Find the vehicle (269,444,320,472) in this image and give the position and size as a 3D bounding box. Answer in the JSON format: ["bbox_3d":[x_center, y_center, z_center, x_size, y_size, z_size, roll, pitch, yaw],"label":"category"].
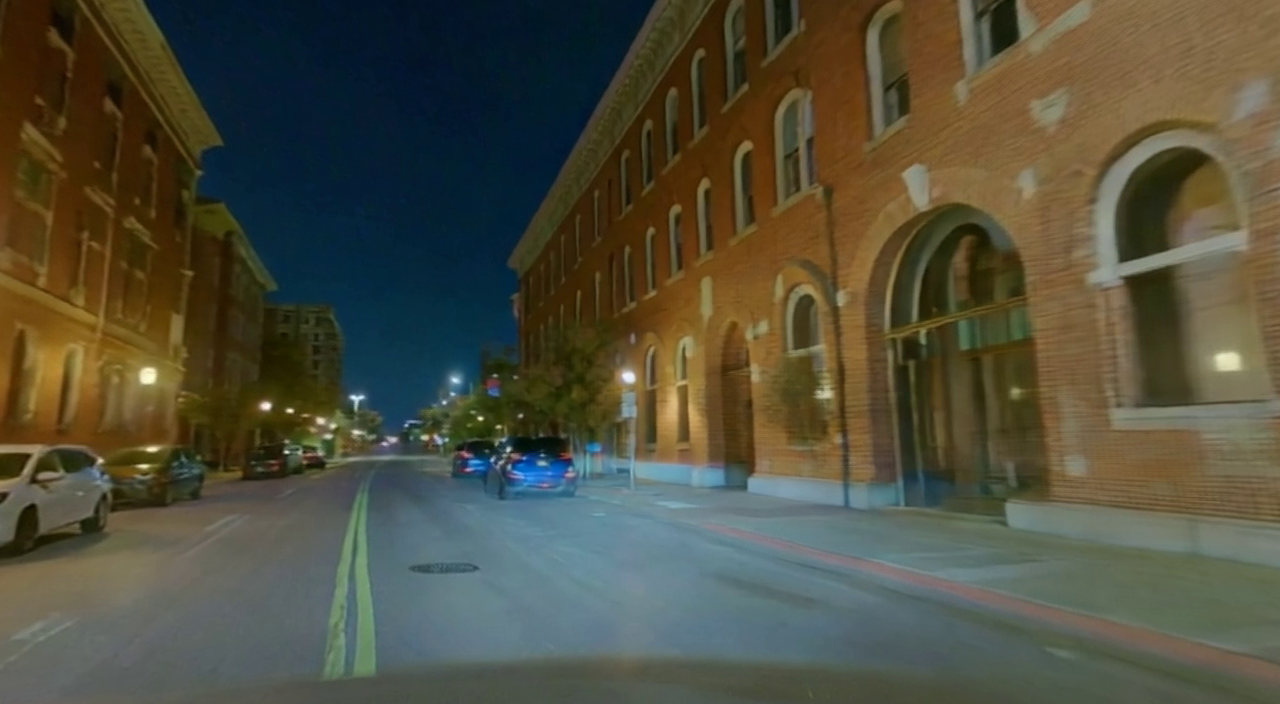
[{"bbox_3d":[-19.851,6.092,36.368,1.934,1.478,4.180,3,-9,-20],"label":"vehicle"}]

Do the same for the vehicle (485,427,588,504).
[{"bbox_3d":[-2.984,3.056,17.388,1.953,1.804,4.518,3,-9,-20],"label":"vehicle"}]

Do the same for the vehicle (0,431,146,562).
[{"bbox_3d":[-10.275,2.201,10.323,2.186,1.705,5.078,3,-9,-24],"label":"vehicle"}]

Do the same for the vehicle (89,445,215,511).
[{"bbox_3d":[-12.617,3.207,16.539,1.631,1.459,3.489,1,-8,-21],"label":"vehicle"}]
